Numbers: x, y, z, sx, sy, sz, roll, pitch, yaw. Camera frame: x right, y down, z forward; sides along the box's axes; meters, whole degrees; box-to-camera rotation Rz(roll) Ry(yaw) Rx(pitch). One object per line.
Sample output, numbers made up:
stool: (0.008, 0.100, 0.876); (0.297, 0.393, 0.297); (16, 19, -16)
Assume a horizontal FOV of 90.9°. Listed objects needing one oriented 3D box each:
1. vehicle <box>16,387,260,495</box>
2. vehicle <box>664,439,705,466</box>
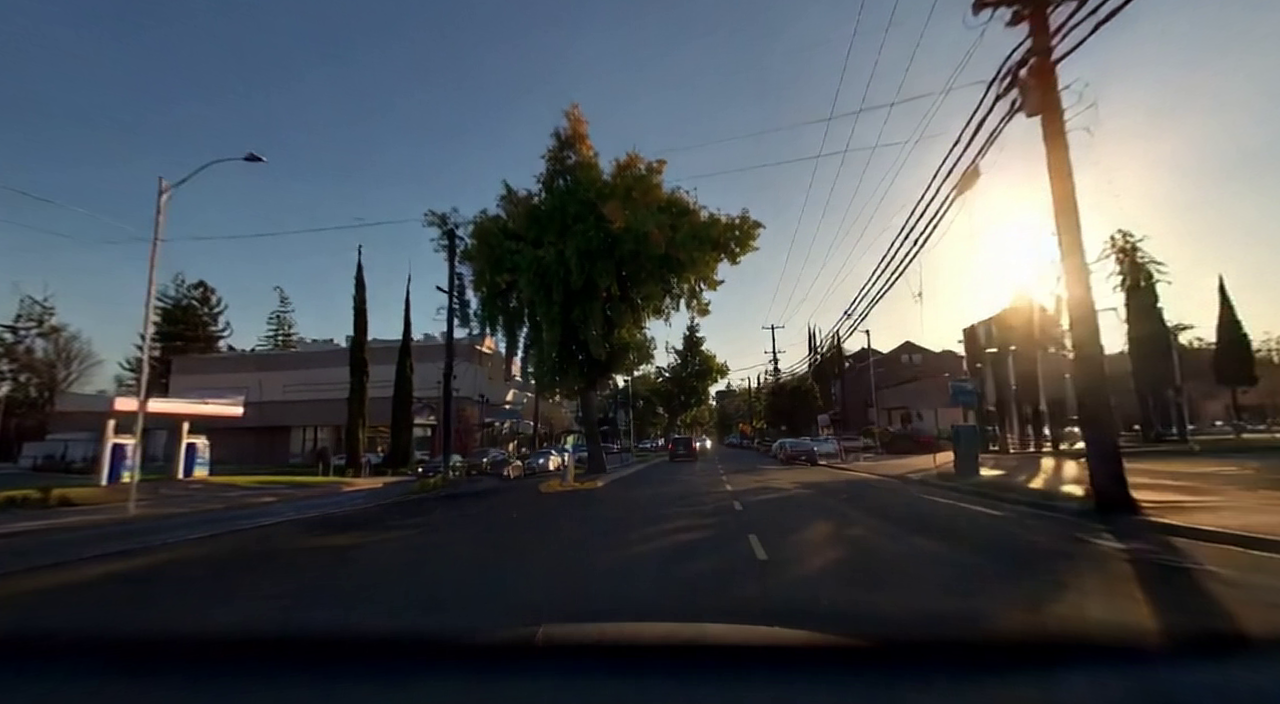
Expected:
vehicle: (-19.171, 3.539, 25.014); (2.923, 3.546, 7.640); (-2, -8, 4)
vehicle: (2.678, 5.877, 37.066); (2.073, 1.525, 3.968); (-1, -8, 8)
